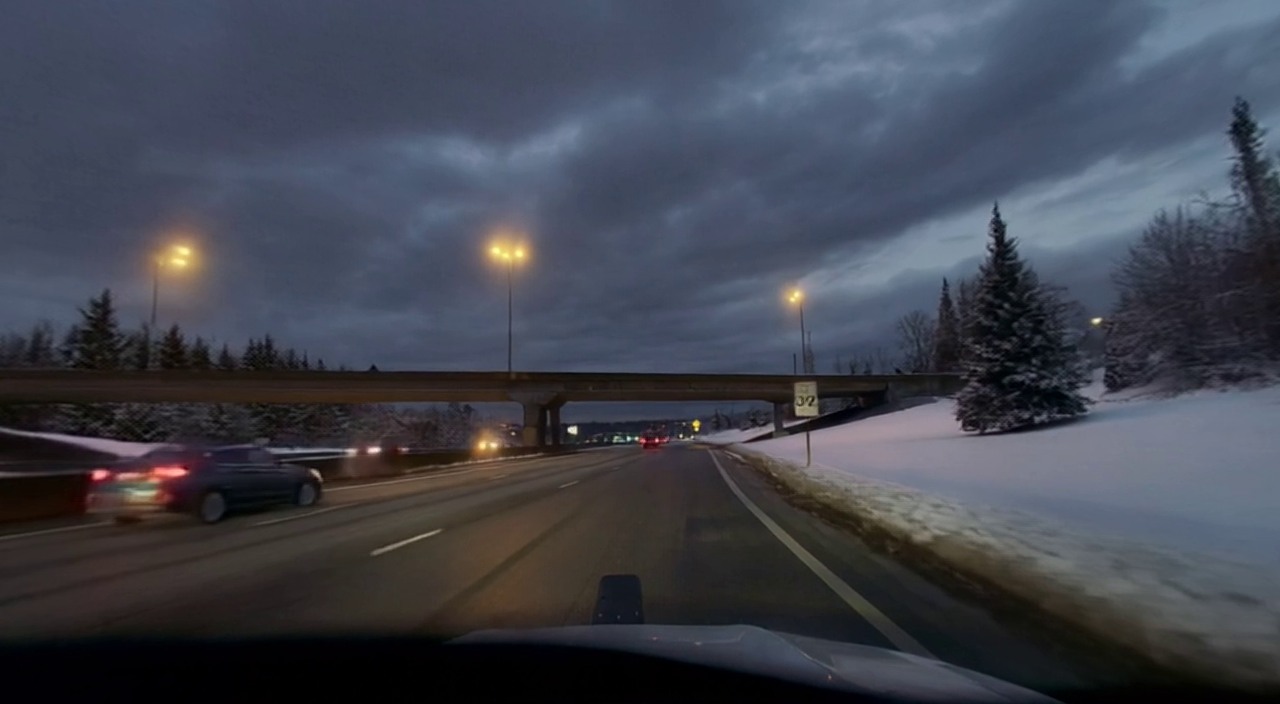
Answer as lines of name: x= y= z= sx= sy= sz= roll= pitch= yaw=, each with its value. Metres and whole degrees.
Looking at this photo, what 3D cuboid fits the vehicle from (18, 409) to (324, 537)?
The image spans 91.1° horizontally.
vehicle: x=-8.261 y=2.129 z=11.808 sx=1.956 sy=1.888 sz=4.512 roll=-1 pitch=-8 yaw=6
